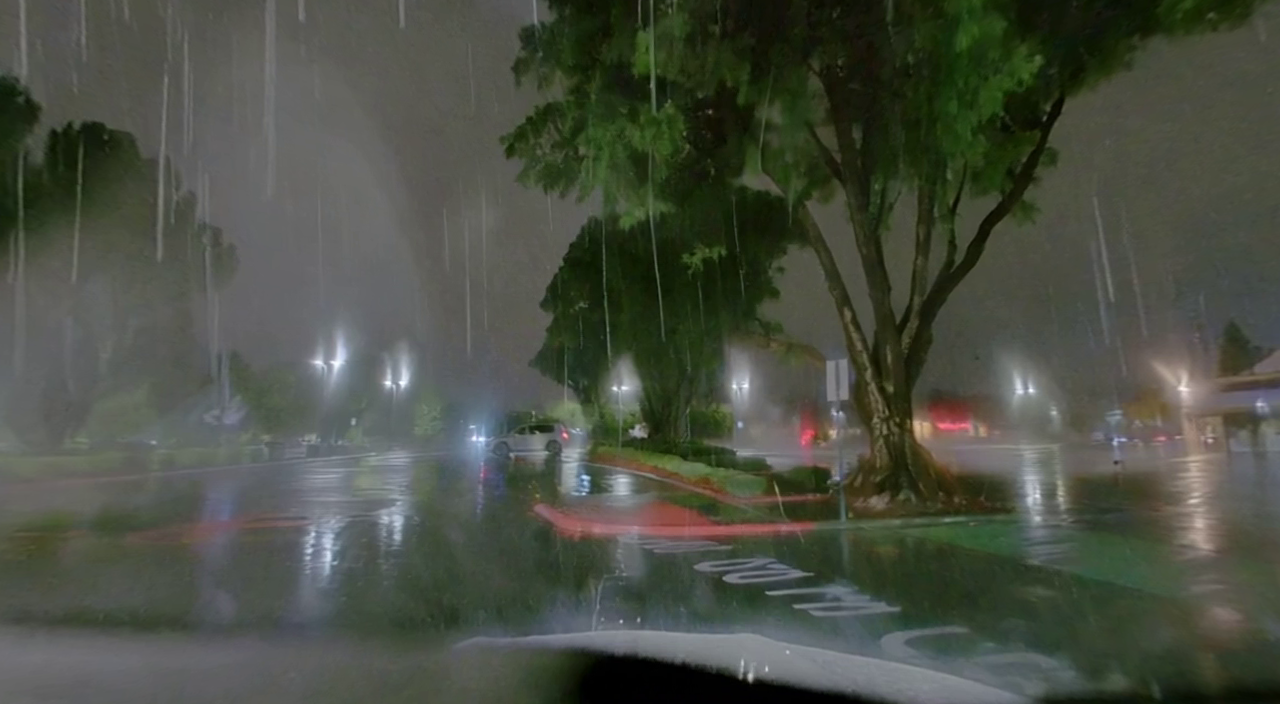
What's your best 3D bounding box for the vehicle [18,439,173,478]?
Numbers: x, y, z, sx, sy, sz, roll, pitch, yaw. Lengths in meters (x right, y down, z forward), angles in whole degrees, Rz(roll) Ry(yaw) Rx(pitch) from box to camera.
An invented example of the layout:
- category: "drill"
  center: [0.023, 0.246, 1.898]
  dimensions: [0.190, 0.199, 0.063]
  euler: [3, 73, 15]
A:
- category: "vehicle"
  center: [-21.354, 4.195, 24.957]
  dimensions: [4.240, 1.427, 1.714]
  euler: [1, -9, -10]
